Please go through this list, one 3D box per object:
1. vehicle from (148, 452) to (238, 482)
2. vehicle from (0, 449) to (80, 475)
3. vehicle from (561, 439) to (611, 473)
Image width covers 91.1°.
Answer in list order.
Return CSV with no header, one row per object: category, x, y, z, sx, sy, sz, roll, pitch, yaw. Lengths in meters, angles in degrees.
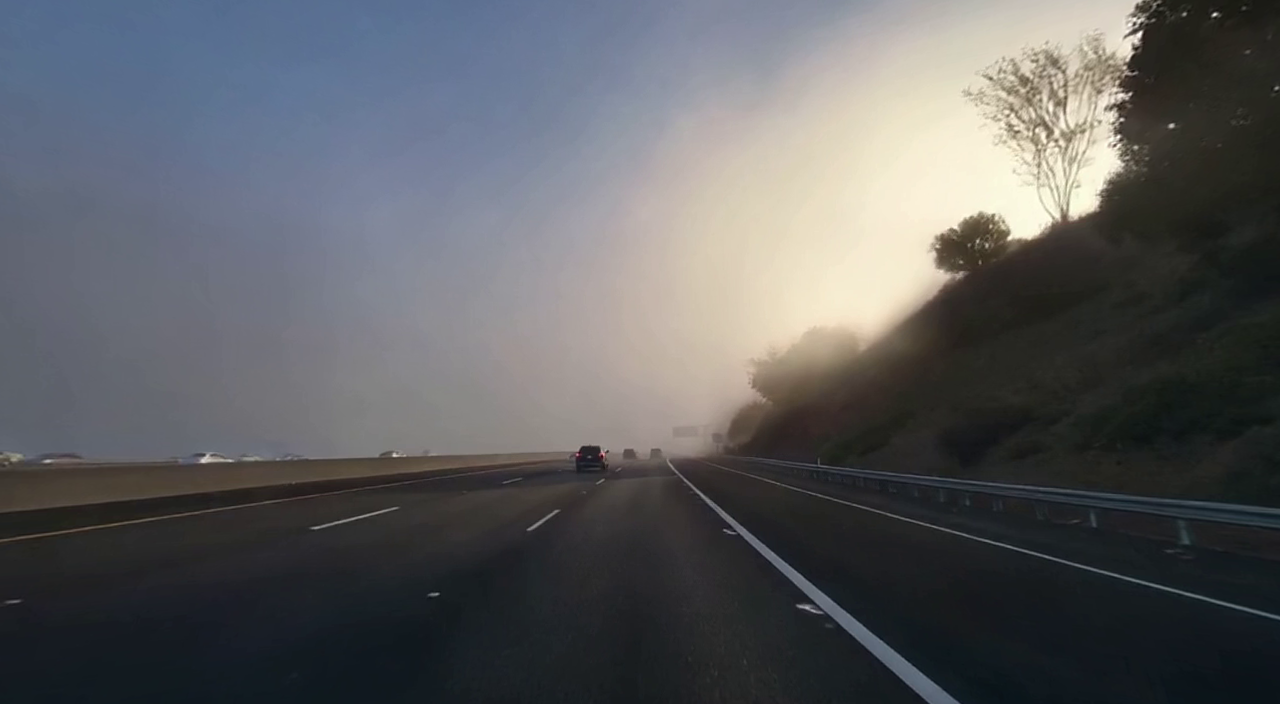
vehicle,-27.165,6.961,38.340,2.016,1.671,4.537,0,-8,2
vehicle,-46.948,8.418,48.206,2.232,1.818,6.001,0,-8,1
vehicle,-3.150,6.226,37.964,2.413,1.896,5.218,0,-8,1
